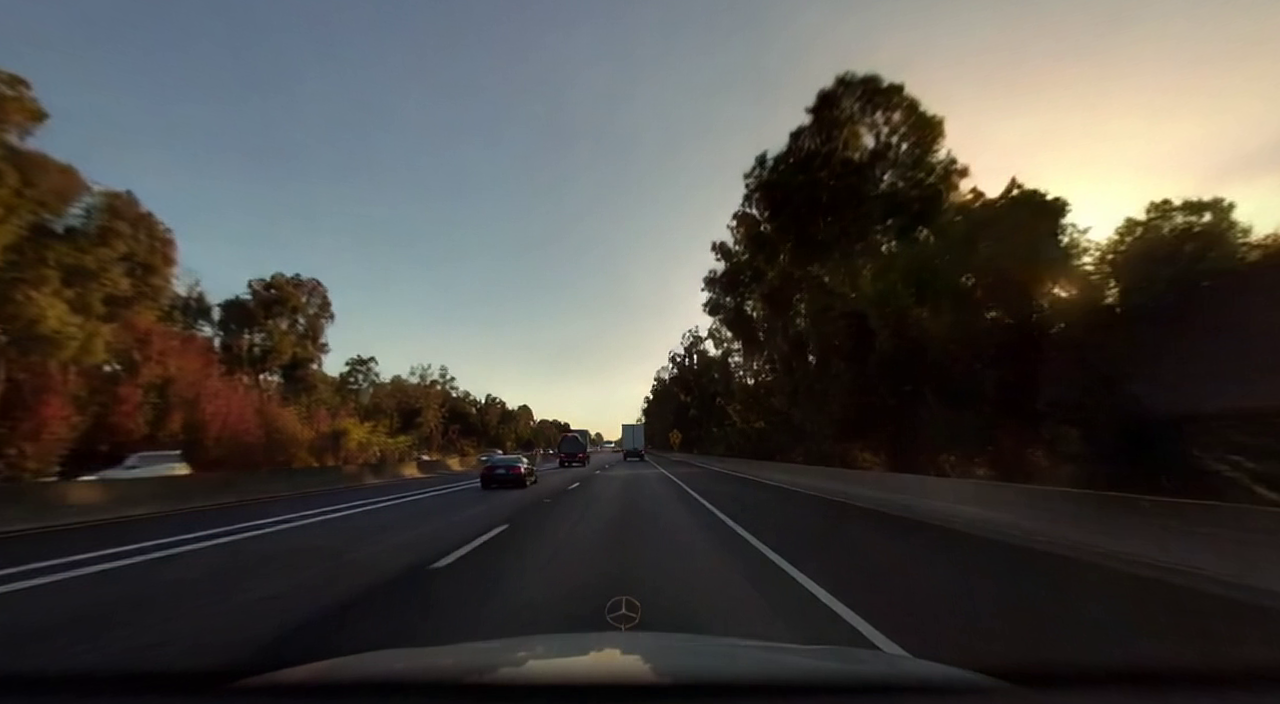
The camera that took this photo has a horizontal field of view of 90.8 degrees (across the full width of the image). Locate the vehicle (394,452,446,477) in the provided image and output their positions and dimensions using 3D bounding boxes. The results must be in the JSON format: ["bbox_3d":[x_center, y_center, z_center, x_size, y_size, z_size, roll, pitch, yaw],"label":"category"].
[{"bbox_3d":[-13.646,6.972,39.277,1.904,1.435,3.558,0,-9,0],"label":"vehicle"}]

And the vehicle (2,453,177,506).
[{"bbox_3d":[-17.744,4.087,20.681,1.865,1.509,4.237,0,-9,0],"label":"vehicle"}]

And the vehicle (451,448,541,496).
[{"bbox_3d":[-4.813,4.075,21.851,1.979,1.459,4.643,0,-9,0],"label":"vehicle"}]

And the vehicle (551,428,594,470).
[{"bbox_3d":[-4.764,7.015,45.539,2.368,2.813,6.329,0,-9,0],"label":"vehicle"}]
